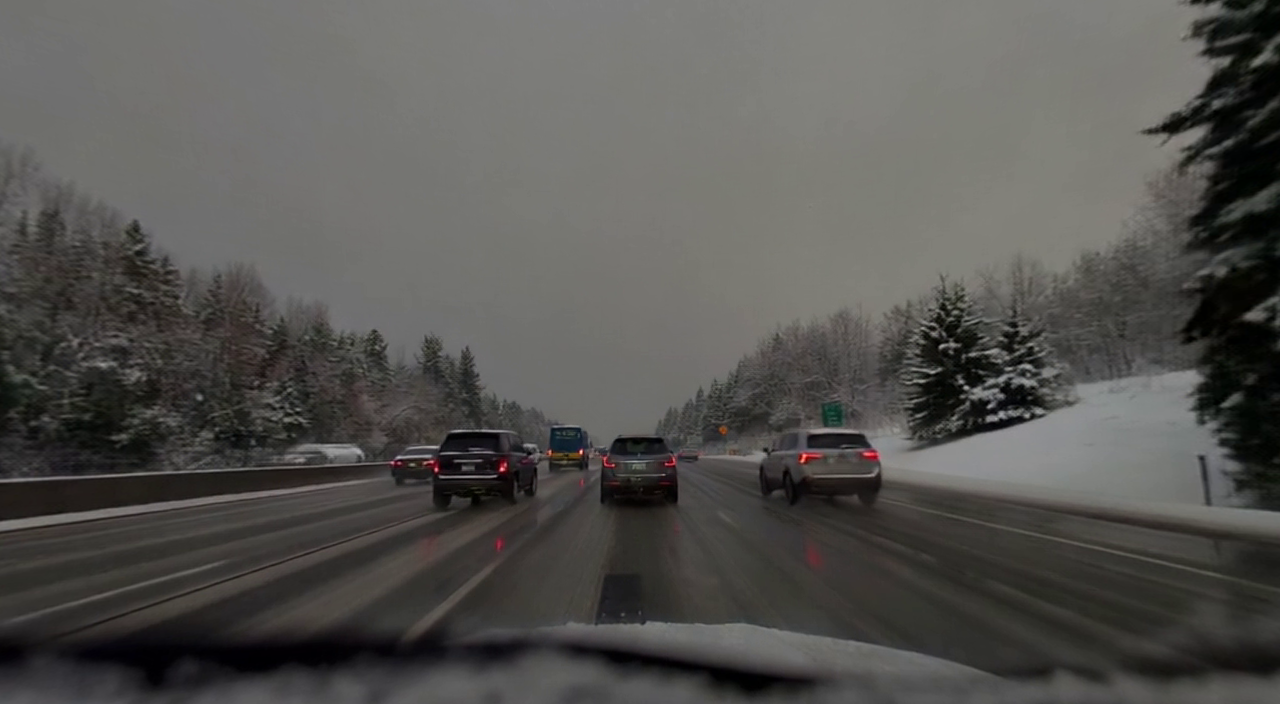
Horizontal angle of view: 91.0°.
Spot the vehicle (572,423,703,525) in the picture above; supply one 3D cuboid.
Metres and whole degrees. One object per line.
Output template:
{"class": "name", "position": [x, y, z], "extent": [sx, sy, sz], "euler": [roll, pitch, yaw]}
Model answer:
{"class": "vehicle", "position": [-0.021, 2.387, 12.836], "extent": [2.223, 1.722, 4.177], "euler": [0, -9, 1]}

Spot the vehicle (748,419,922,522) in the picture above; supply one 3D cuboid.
{"class": "vehicle", "position": [3.949, 2.521, 13.972], "extent": [2.175, 1.830, 5.173], "euler": [0, -9, 0]}

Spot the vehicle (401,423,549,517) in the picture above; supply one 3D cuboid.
{"class": "vehicle", "position": [-3.502, 2.602, 14.350], "extent": [2.142, 1.808, 4.266], "euler": [0, -9, 1]}

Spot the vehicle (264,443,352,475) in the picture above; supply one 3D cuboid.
{"class": "vehicle", "position": [-20.450, 6.606, 39.201], "extent": [2.202, 1.868, 5.948], "euler": [0, -9, 1]}
